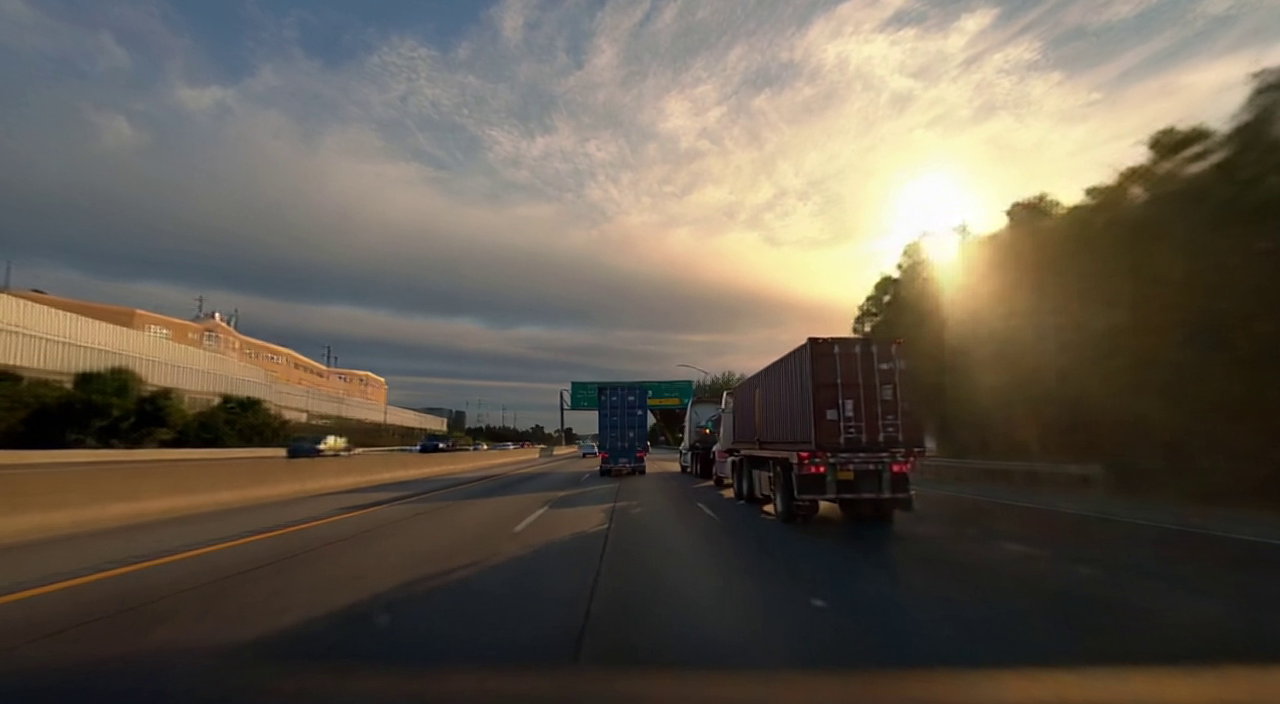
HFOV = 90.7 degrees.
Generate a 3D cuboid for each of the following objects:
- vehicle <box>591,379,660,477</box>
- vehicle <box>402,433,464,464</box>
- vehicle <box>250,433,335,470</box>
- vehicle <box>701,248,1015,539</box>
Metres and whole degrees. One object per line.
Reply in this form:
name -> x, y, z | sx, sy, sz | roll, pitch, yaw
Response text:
vehicle -> -0.546, 4.037, 32.410 | 2.841, 4.071, 12.046 | -1, -8, 1
vehicle -> -13.180, 6.186, 40.659 | 2.220, 1.787, 5.560 | 0, -9, -1
vehicle -> -17.043, 4.887, 31.290 | 1.905, 1.684, 4.215 | 0, -9, -3
vehicle -> 3.587, 1.459, 15.167 | 2.803, 4.072, 12.744 | 0, -9, -1
